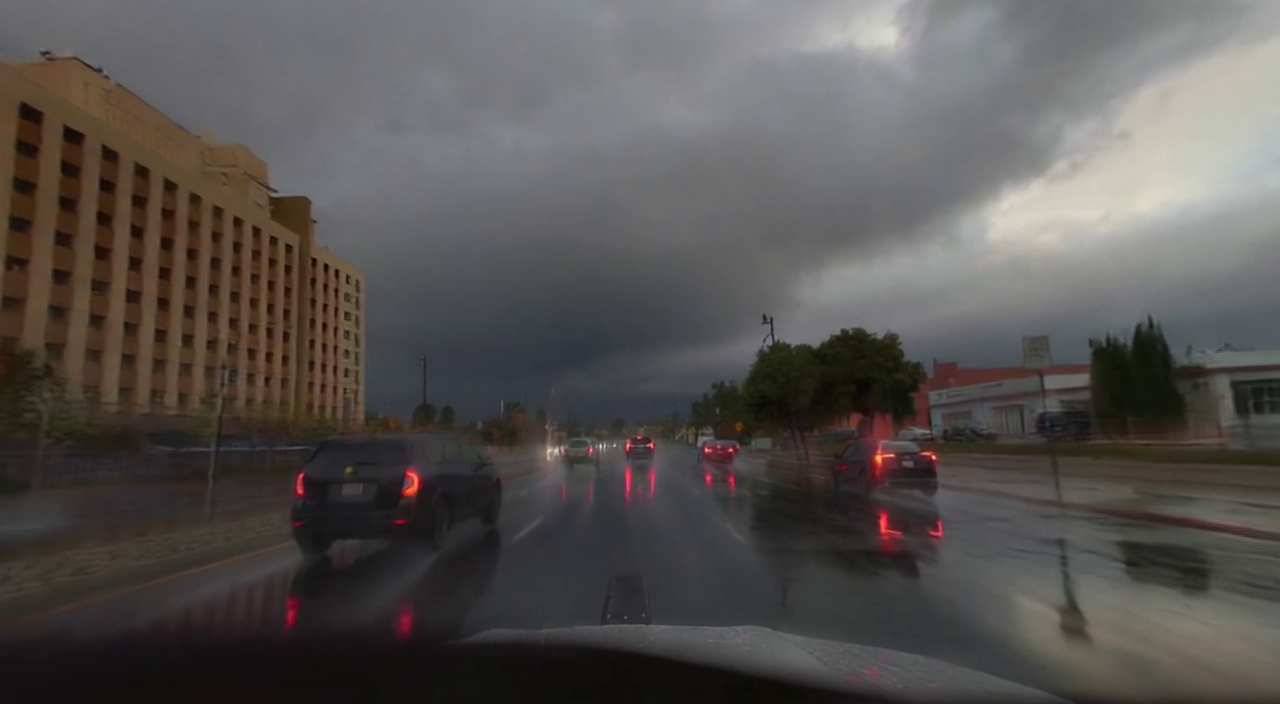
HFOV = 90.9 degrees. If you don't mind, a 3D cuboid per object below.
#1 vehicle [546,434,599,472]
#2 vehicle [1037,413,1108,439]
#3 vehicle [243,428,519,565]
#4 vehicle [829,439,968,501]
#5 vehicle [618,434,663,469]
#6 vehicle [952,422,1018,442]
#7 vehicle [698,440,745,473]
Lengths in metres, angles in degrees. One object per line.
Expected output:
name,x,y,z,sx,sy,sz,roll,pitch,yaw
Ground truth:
vehicle,-3.344,5.143,32.227,2.117,1.799,4.442,0,-8,1
vehicle,26.527,4.576,38.619,4.617,1.459,1.819,5,-10,-32
vehicle,-3.278,1.919,9.175,2.095,1.486,4.411,0,-8,1
vehicle,6.899,3.179,17.435,1.865,1.458,4.605,0,-8,0
vehicle,0.031,5.550,35.197,2.304,1.795,4.526,0,-8,0
vehicle,26.216,6.105,47.890,4.674,1.489,2.008,4,-9,-26
vehicle,3.839,5.022,30.455,1.884,1.458,4.245,-1,-8,2
